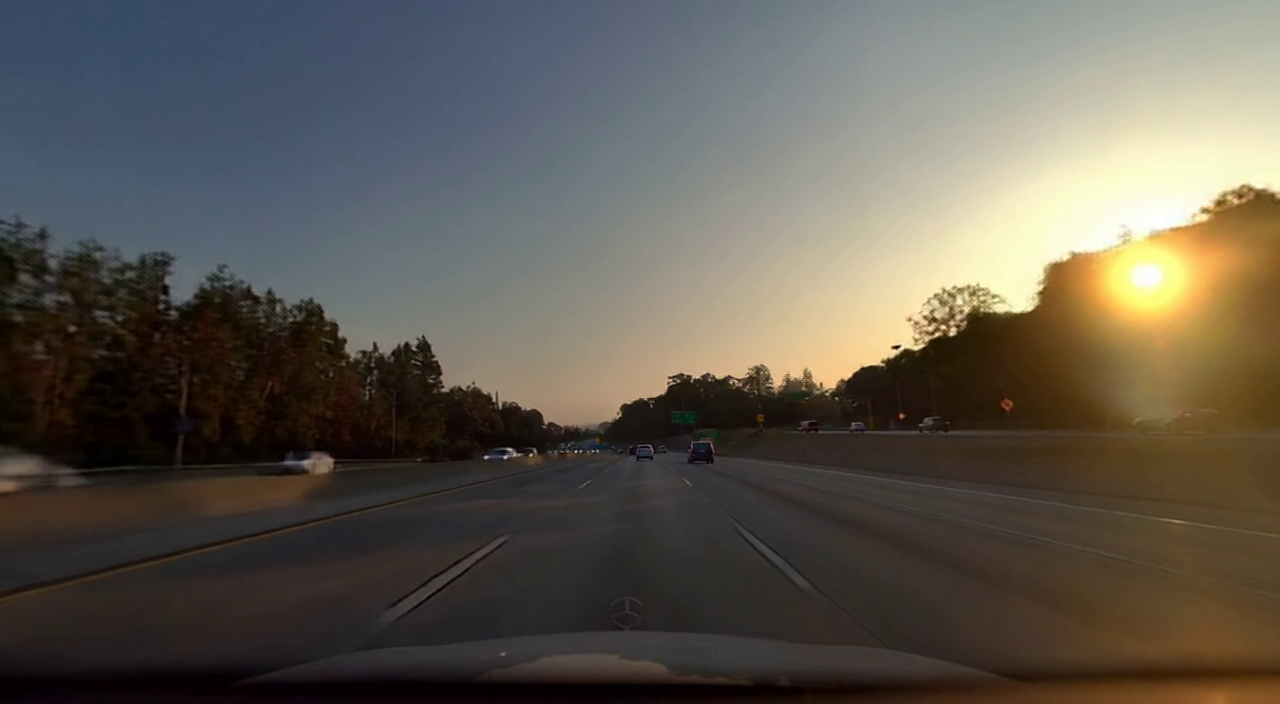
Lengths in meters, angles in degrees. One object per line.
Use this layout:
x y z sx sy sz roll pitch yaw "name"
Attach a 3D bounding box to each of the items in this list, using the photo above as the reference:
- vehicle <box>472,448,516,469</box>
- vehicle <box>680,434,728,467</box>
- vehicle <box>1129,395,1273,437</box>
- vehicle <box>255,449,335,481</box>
-10.698 7.825 46.539 1.954 1.477 4.834 0 -8 2 "vehicle"
4.122 6.506 41.883 2.505 2.020 5.532 0 -8 -1 "vehicle"
22.355 2.654 25.430 1.872 1.459 4.502 -1 -8 4 "vehicle"
-19.146 6.286 35.250 1.962 1.620 4.332 0 -8 1 "vehicle"
